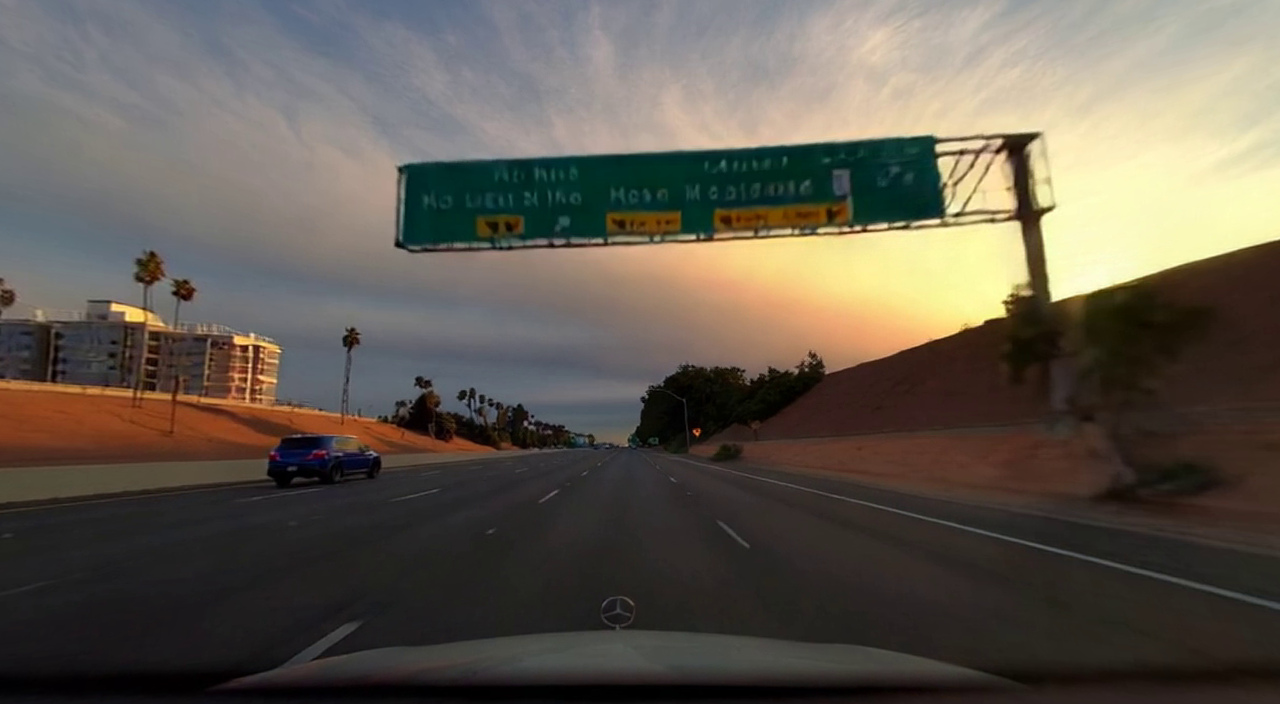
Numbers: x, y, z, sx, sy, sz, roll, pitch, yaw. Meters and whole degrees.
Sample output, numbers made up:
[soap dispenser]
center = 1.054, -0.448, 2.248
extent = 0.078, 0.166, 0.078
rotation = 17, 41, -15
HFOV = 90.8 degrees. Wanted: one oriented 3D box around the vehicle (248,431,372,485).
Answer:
[vehicle]
center = -11.776, 3.813, 22.974
extent = 2.016, 1.754, 4.543
rotation = 0, -8, 0
